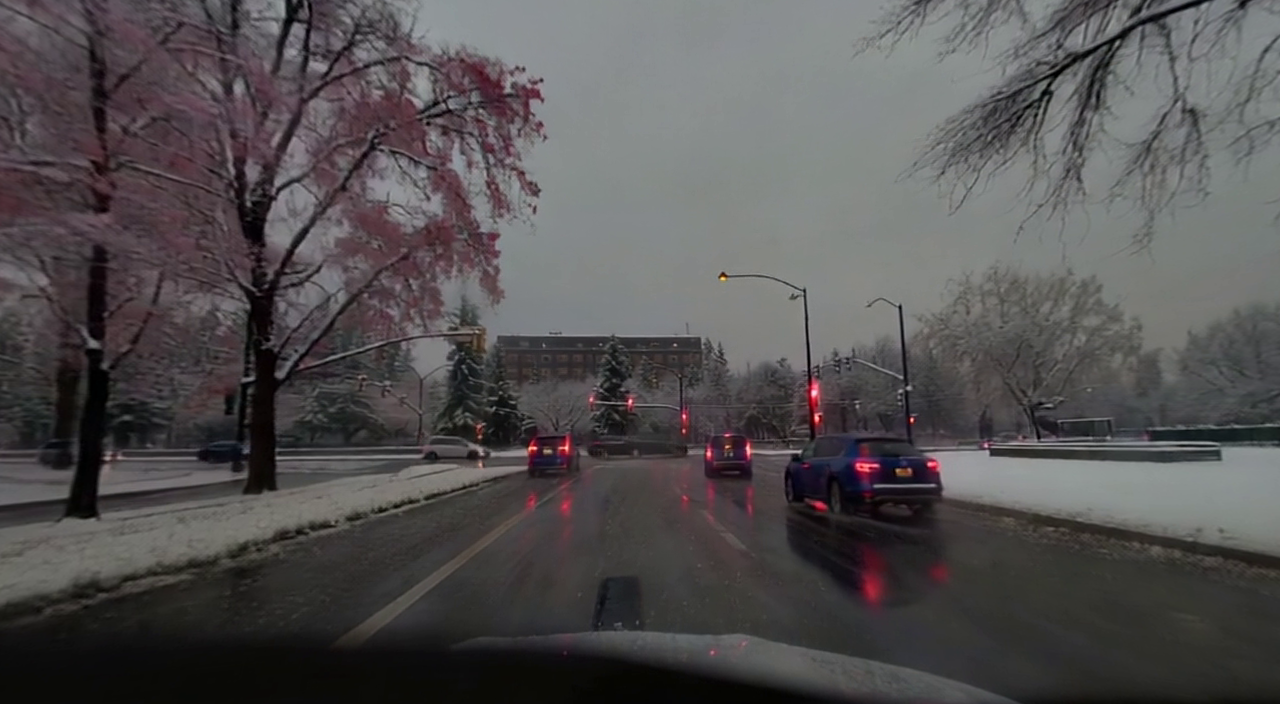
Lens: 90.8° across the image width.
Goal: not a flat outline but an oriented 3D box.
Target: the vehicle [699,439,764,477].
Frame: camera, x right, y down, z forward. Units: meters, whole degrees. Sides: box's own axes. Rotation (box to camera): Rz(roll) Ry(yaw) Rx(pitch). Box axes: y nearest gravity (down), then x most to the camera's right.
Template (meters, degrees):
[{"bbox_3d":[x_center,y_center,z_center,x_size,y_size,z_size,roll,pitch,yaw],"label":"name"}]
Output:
[{"bbox_3d":[3.820,4.514,27.149,2.007,1.466,4.291,0,-8,-2],"label":"vehicle"}]

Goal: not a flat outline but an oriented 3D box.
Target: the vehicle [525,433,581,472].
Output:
[{"bbox_3d":[-3.963,4.683,29.601,1.995,1.703,4.367,0,-8,0],"label":"vehicle"}]

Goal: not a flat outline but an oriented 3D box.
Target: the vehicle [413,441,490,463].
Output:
[{"bbox_3d":[-13.205,7.013,44.444,4.829,1.470,1.874,0,-8,-1],"label":"vehicle"}]

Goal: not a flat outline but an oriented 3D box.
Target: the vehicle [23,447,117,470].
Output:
[{"bbox_3d":[-39.425,7.360,43.772,4.526,1.452,1.920,0,-8,-2],"label":"vehicle"}]

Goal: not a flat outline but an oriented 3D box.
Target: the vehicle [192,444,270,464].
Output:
[{"bbox_3d":[-30.596,7.665,47.352,4.549,1.439,1.794,0,-8,-1],"label":"vehicle"}]

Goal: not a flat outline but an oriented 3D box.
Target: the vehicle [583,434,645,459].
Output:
[{"bbox_3d":[-1.943,7.169,47.998,4.567,1.810,1.880,0,-8,-1],"label":"vehicle"}]

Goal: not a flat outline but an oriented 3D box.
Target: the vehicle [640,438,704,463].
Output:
[{"bbox_3d":[2.083,6.552,42.212,4.089,1.588,1.808,0,-8,-2],"label":"vehicle"}]

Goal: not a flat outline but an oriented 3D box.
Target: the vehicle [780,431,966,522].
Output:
[{"bbox_3d":[4.406,2.417,12.832,2.019,1.518,4.285,0,-8,-2],"label":"vehicle"}]

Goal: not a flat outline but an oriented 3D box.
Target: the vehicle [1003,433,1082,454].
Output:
[{"bbox_3d":[31.178,7.113,49.025,4.845,1.540,1.937,0,-8,-1],"label":"vehicle"}]
